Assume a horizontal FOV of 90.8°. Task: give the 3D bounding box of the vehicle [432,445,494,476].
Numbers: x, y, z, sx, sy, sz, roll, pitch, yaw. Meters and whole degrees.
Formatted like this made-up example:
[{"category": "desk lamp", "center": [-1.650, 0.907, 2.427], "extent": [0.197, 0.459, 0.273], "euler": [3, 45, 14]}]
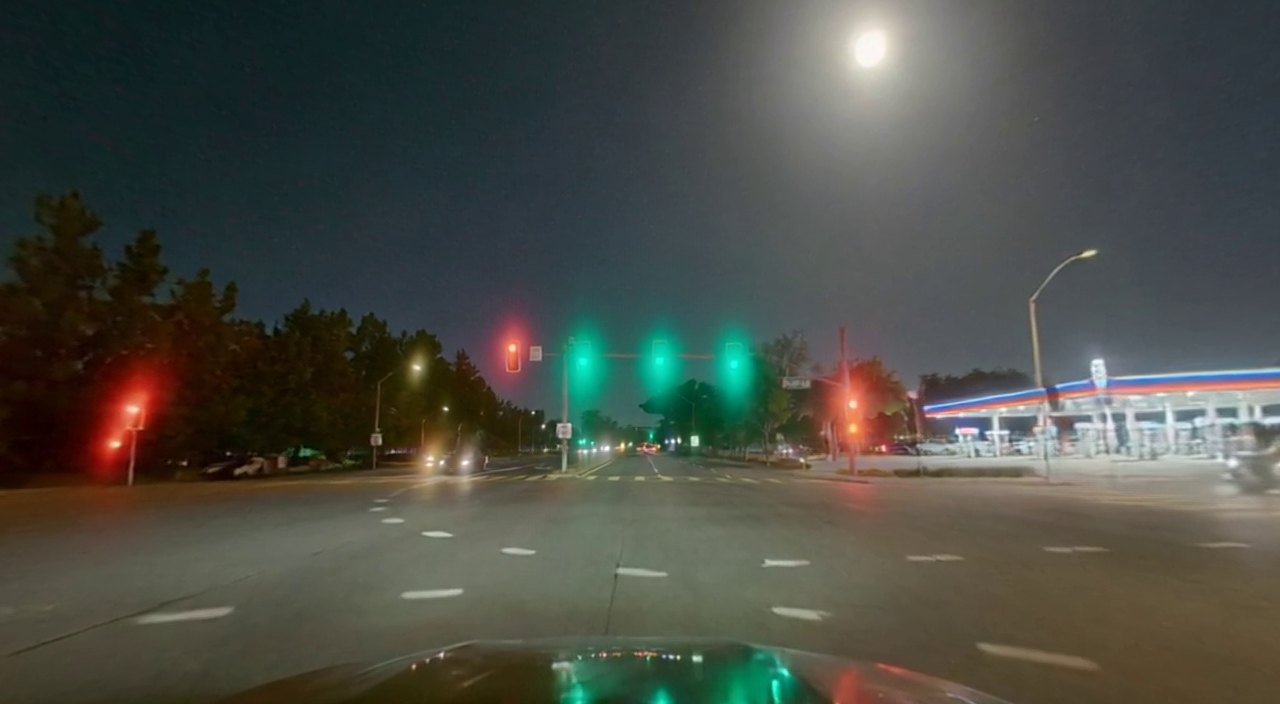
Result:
[{"category": "vehicle", "center": [-9.551, 5.896, 34.428], "extent": [2.029, 1.452, 4.598], "euler": [-3, -9, 0]}]
